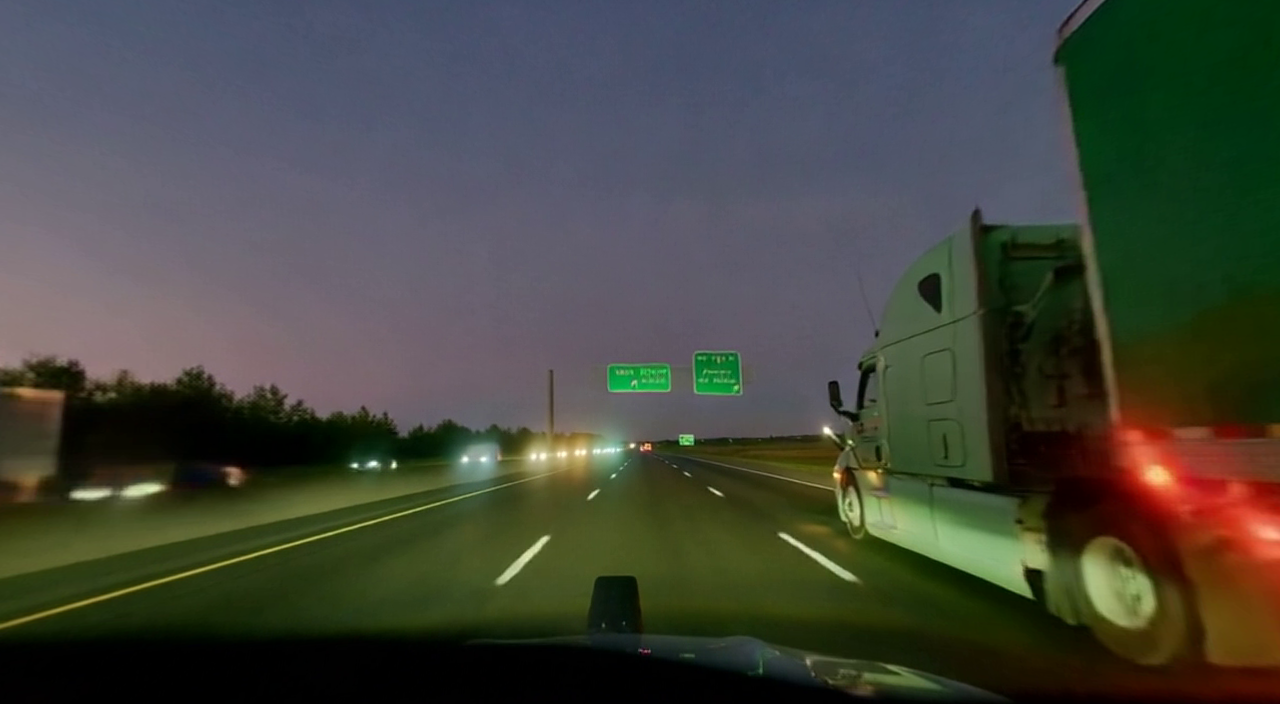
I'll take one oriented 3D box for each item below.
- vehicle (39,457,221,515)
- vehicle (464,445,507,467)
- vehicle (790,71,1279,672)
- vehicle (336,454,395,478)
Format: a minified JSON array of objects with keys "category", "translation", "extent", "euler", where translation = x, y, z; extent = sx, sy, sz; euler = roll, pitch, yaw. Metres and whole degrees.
[{"category":"vehicle","translation":[-14.515,3.803,18.313],"extent":[1.758,1.410,4.175],"euler":[0,-9,0]},{"category":"vehicle","translation":[-11.492,7.787,47.170],"extent":[1.992,1.576,4.708],"euler":[0,-9,0]},{"category":"vehicle","translation":[3.997,0.448,7.069],"extent":[3.051,3.968,5.943],"euler":[0,-9,0]},{"category":"vehicle","translation":[-18.907,7.846,43.609],"extent":[1.930,1.500,4.688],"euler":[0,-9,0]}]
